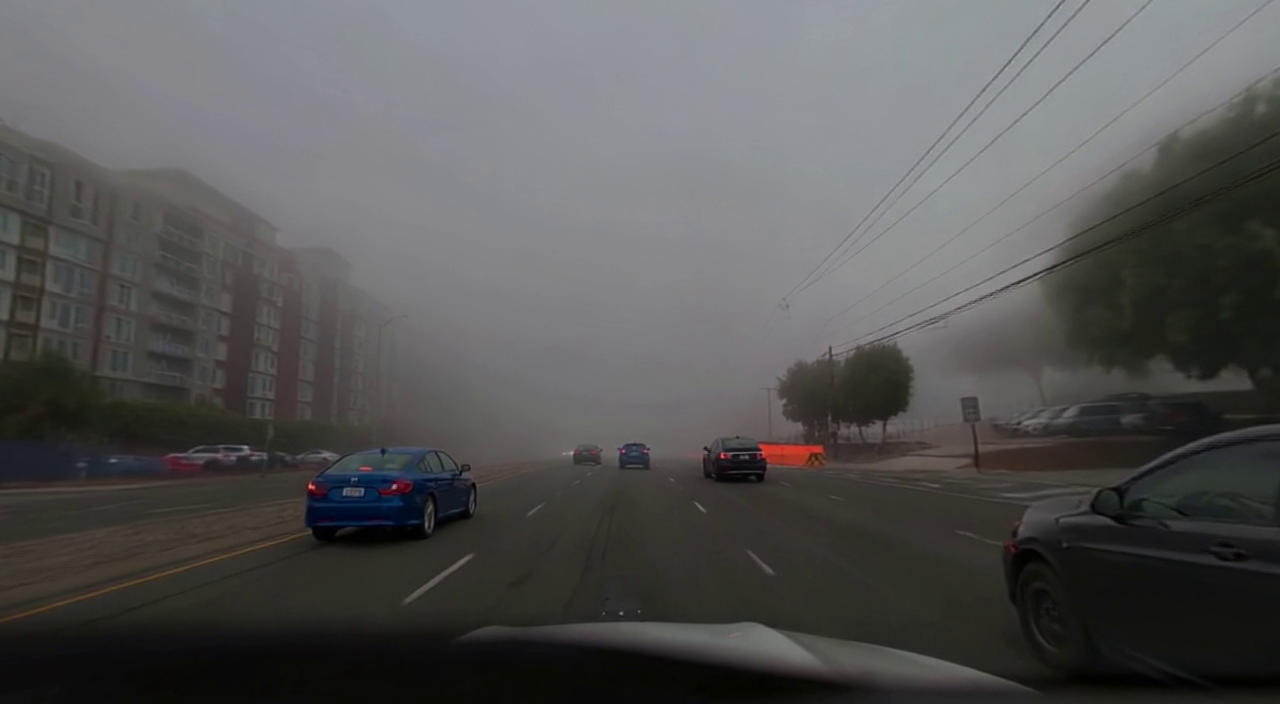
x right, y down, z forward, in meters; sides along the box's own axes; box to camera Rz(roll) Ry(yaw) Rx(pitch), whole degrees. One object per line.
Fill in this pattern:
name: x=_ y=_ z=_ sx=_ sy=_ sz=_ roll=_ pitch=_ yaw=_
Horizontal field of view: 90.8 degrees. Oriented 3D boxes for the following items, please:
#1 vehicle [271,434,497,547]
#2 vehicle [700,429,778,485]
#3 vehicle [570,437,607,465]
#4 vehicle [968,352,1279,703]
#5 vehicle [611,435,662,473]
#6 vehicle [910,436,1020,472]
vehicle: x=-3.849 y=2.140 z=10.468 sx=1.968 sy=1.473 sz=4.209 roll=0 pitch=-8 yaw=0
vehicle: x=3.428 y=3.716 z=22.679 sx=2.029 sy=1.797 sz=4.218 roll=0 pitch=-8 yaw=-1
vehicle: x=-3.524 y=6.864 z=44.107 sx=2.190 sy=1.832 sz=4.417 roll=0 pitch=-8 yaw=1
vehicle: x=3.212 y=0.809 z=2.210 sx=1.975 sy=1.598 sz=4.025 roll=0 pitch=-8 yaw=1
vehicle: x=-0.178 y=4.959 z=30.944 sx=2.291 sy=1.714 sz=4.217 roll=0 pitch=-8 yaw=0
vehicle: x=16.300 y=5.090 z=31.767 sx=4.594 sy=1.664 sz=2.036 roll=-6 pitch=-10 yaw=34
